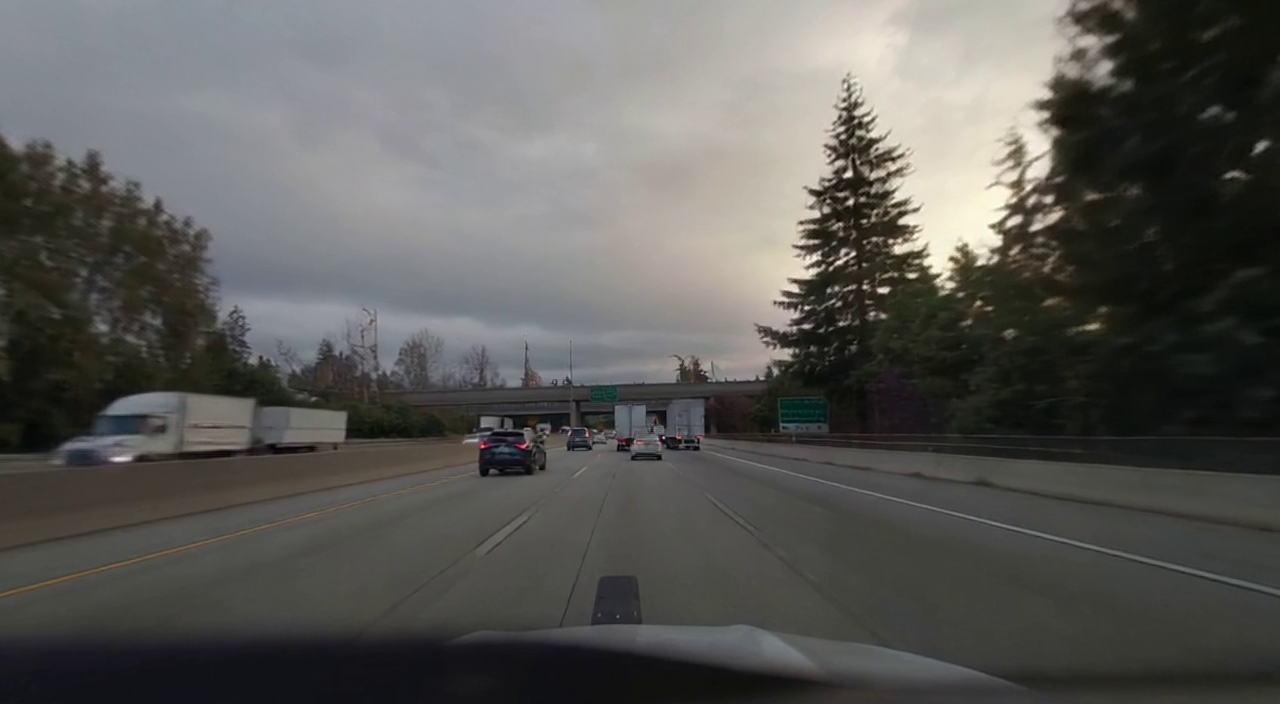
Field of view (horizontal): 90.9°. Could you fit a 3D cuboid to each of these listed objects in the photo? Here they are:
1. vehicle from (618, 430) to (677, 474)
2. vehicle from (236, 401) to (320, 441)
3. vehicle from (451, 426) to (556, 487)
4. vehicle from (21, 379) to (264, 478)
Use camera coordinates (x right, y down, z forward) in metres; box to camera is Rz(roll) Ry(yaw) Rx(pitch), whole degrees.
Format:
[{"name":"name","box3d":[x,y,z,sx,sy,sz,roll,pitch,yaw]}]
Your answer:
[{"name":"vehicle","box3d":[0.213,3.717,23.735,2.059,1.522,3.693,0,-8,-1]},{"name":"vehicle","box3d":[-21.433,4.131,37.603,2.198,2.105,4.804,-2,-7,0]},{"name":"vehicle","box3d":[-3.724,2.935,18.142,1.979,1.527,4.754,0,-8,0]},{"name":"vehicle","box3d":[-21.224,3.478,28.139,3.038,3.631,9.794,0,-8,-2]}]
